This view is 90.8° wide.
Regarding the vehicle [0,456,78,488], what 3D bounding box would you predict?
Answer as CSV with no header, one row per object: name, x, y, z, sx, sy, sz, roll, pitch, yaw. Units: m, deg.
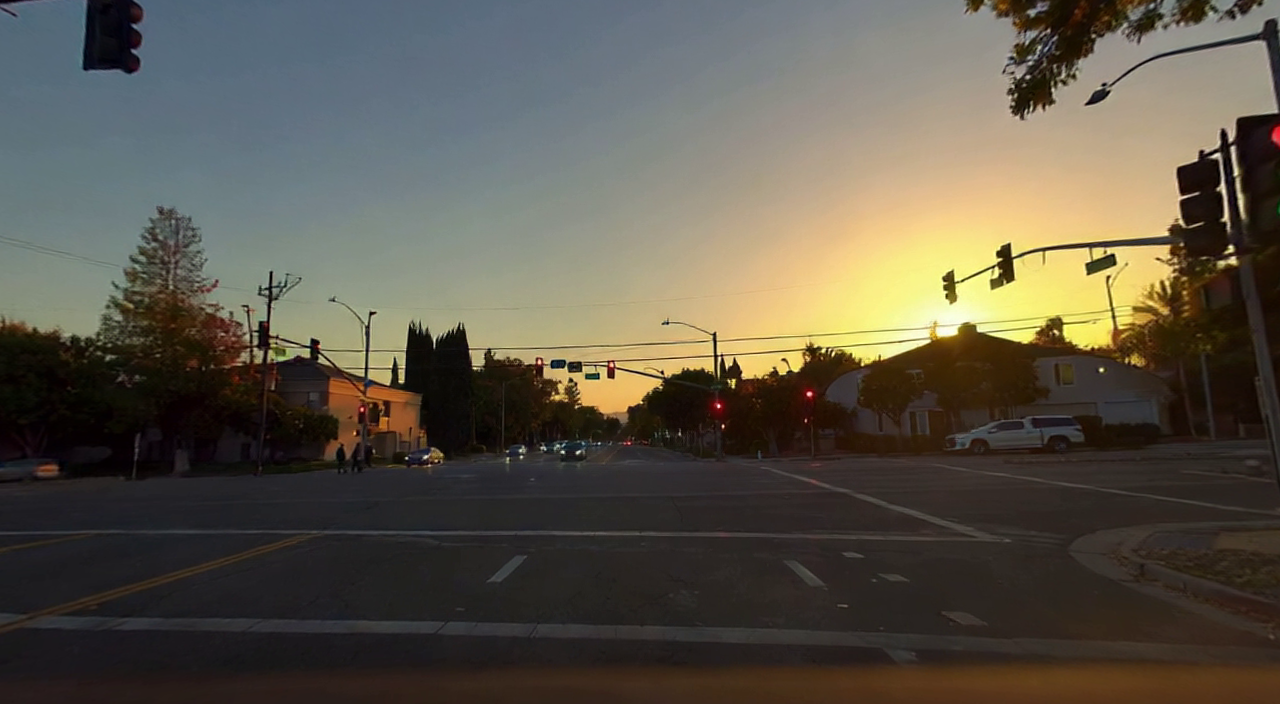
vehicle,-35.333,6.813,36.057,4.706,1.710,1.932,-1,-8,4

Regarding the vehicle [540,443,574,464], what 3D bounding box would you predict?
vehicle,-6.114,7.524,47.050,1.936,1.444,4.168,0,-8,0
